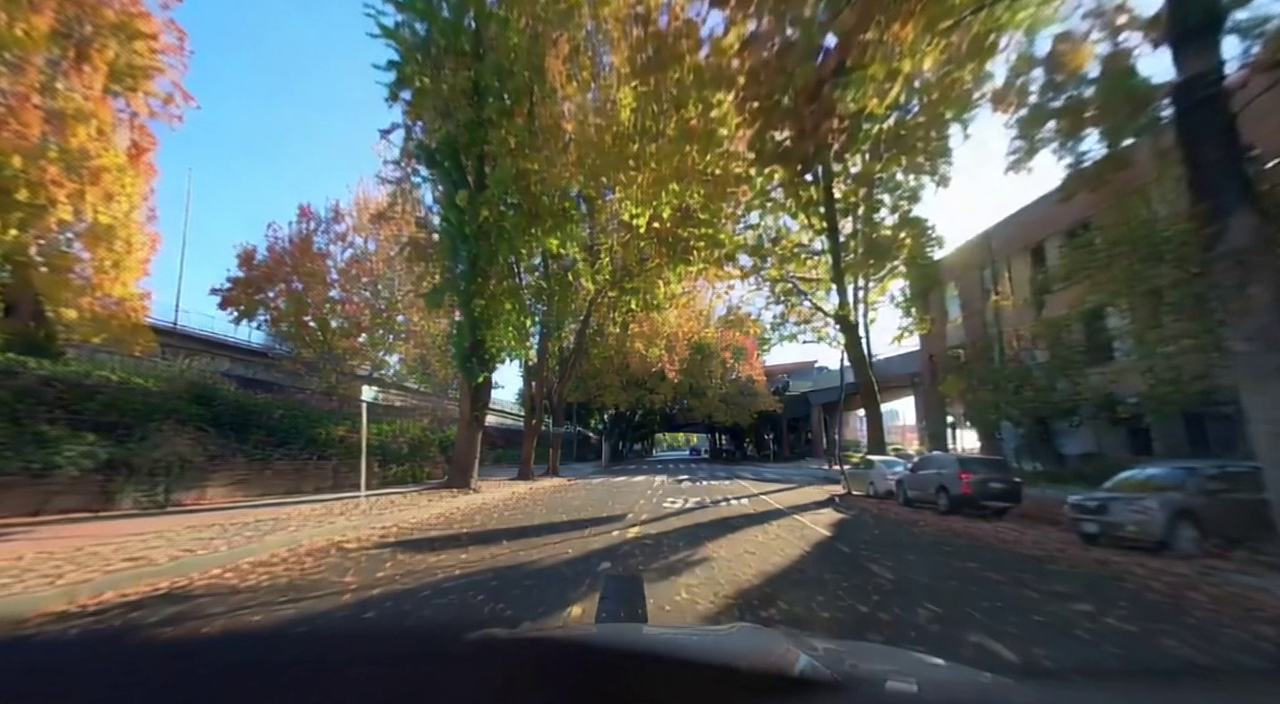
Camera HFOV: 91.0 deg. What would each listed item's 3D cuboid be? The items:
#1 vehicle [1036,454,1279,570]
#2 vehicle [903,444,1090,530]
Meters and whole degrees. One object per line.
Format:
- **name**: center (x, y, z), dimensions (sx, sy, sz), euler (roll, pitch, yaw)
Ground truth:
- **vehicle**: center (9.285, 2.382, 9.772), dimensions (4.775, 1.542, 2.145), euler (0, -9, 3)
- **vehicle**: center (7.919, 2.979, 14.610), dimensions (1.954, 1.657, 4.522), euler (-1, -9, 4)
